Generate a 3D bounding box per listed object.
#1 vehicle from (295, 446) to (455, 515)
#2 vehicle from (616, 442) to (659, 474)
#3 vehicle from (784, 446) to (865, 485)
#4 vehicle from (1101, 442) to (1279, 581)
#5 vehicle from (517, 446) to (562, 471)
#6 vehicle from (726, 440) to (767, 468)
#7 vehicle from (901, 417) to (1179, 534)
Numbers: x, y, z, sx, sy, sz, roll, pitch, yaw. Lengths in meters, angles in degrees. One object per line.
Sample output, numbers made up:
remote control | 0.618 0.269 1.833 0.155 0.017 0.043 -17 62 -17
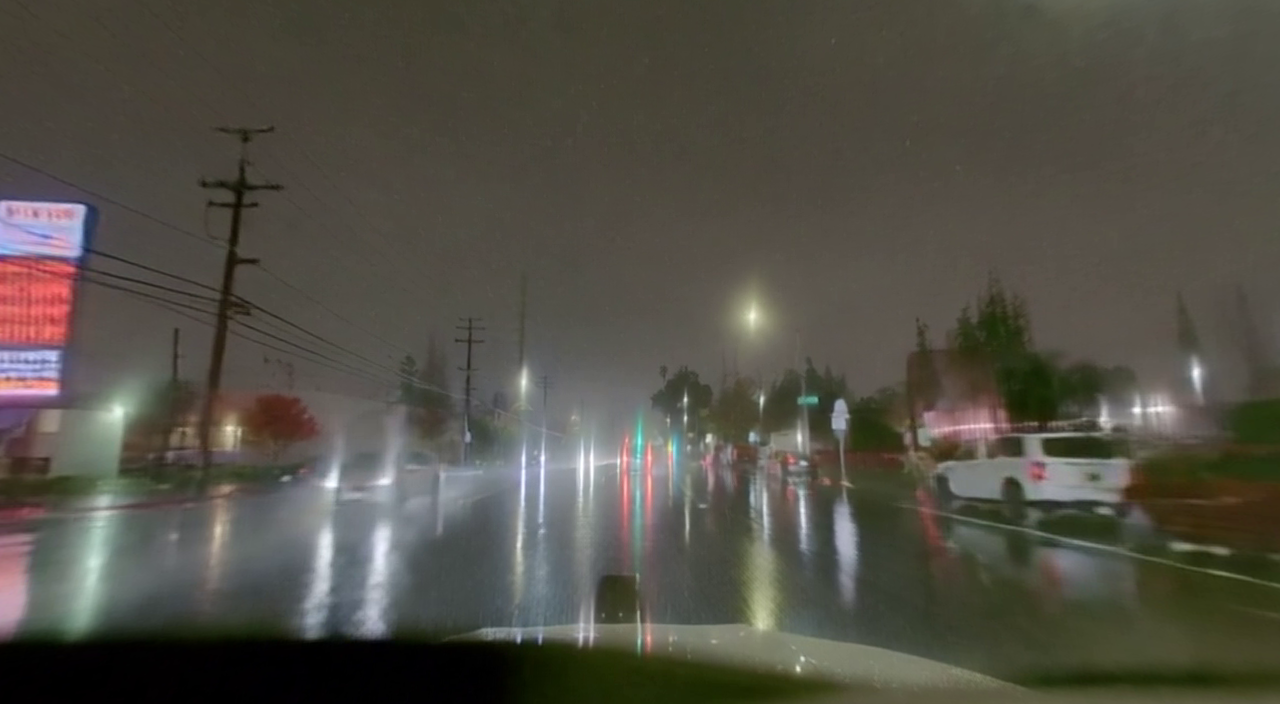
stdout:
vehicle | -6.460 3.140 16.114 2.018 1.466 4.631 -1 -8 1
vehicle | -0.152 5.523 33.136 2.067 1.547 4.513 0 -8 -1
vehicle | 7.727 4.751 26.932 1.936 1.479 4.736 0 -8 -1
vehicle | 7.837 1.750 7.014 1.833 1.475 4.648 0 -8 -1
vehicle | -6.354 6.789 40.446 1.992 1.476 4.682 -1 -8 1
vehicle | 7.671 7.401 46.016 2.026 1.851 4.360 0 -8 -2
vehicle | 7.771 2.441 13.222 2.188 1.903 5.324 0 -8 -2
